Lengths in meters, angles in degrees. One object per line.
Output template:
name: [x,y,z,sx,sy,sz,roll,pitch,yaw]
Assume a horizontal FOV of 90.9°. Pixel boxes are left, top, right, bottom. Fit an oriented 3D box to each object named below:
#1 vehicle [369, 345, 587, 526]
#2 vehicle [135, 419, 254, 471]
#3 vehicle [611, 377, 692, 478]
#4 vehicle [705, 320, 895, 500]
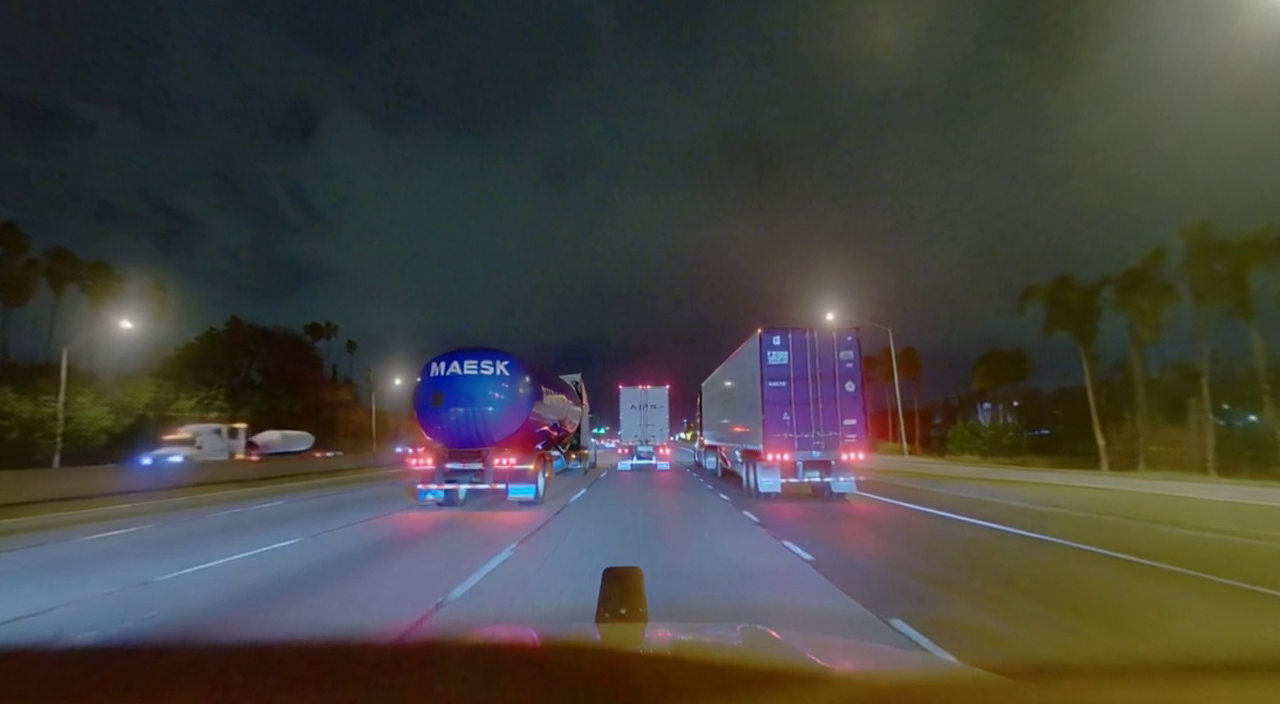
vehicle: [-3.356,2.268,16.883,2.786,3.228,11.082,0,-8,1]
vehicle: [-34.784,7.295,49.808,3.097,3.716,8.360,0,-8,1]
vehicle: [0.533,4.207,33.343,3.097,3.856,18.209,0,-8,1]
vehicle: [4.450,2.359,21.988,2.887,4.178,14.553,0,-8,0]
